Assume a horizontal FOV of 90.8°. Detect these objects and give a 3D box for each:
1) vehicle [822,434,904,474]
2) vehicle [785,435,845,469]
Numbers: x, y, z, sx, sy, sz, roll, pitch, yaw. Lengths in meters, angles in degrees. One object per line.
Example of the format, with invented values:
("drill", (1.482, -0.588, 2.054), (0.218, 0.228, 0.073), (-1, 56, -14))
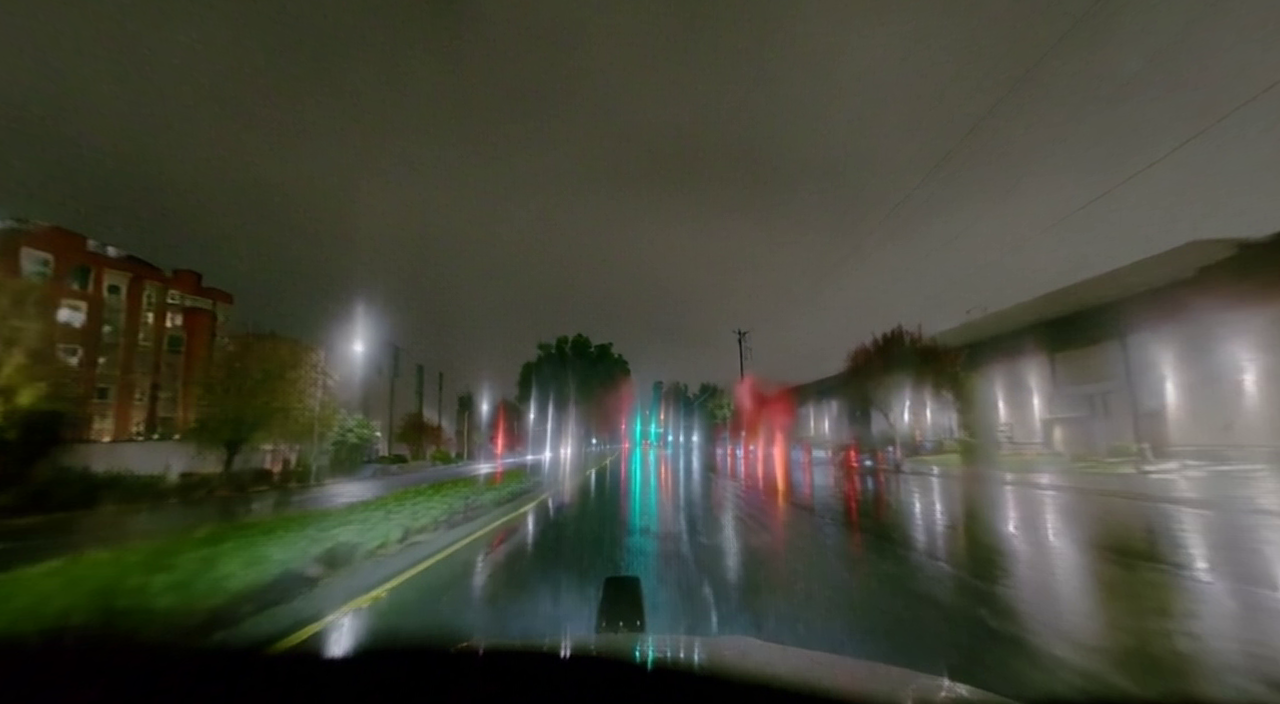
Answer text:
("vehicle", (9.926, 4.572, 28.518), (1.984, 1.672, 4.262), (0, -9, -2))
("vehicle", (9.806, 5.650, 35.821), (2.037, 1.732, 4.530), (0, -9, -1))
